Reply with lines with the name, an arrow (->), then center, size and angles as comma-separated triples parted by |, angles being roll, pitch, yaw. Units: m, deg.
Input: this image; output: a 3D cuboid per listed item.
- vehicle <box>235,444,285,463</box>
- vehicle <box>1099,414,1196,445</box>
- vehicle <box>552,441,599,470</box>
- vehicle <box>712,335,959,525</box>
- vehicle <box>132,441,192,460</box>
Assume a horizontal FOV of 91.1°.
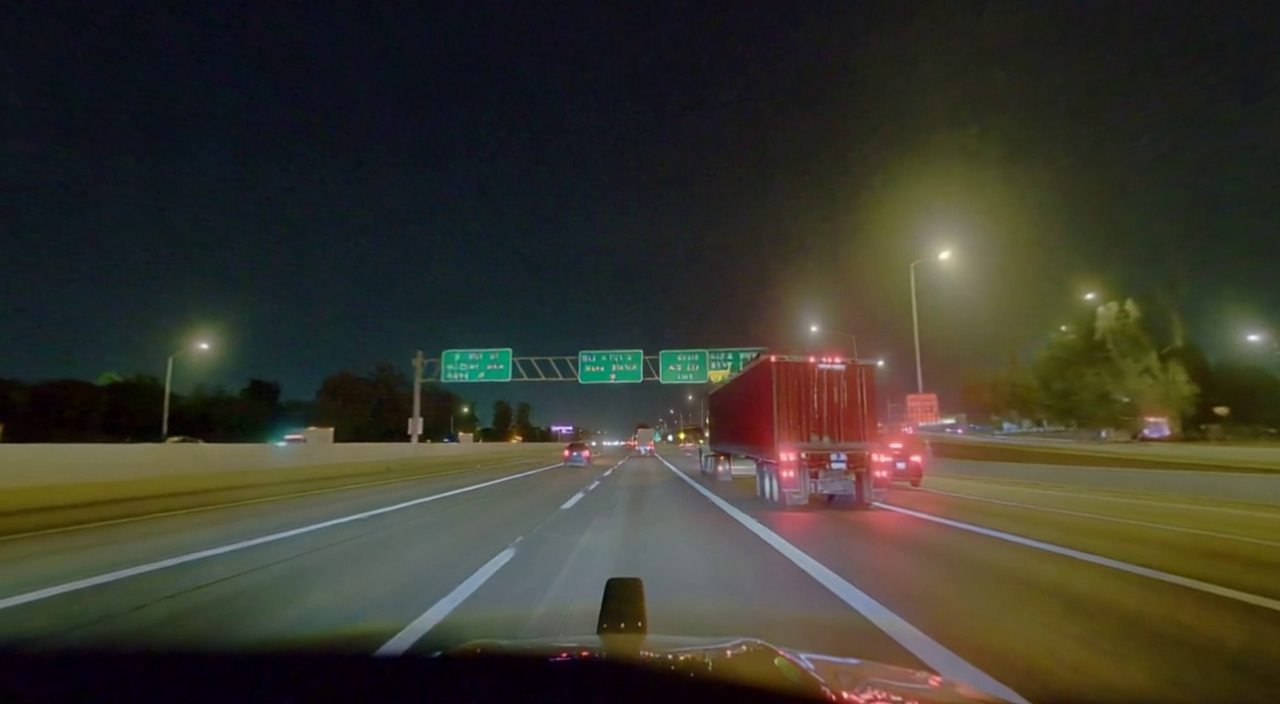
vehicle -> -29.633, 7.897, 49.029 | 1.656, 1.396, 3.537 | 0, -8, 0
vehicle -> 28.647, 4.417, 35.612 | 1.928, 1.603, 4.315 | 1, -7, 0
vehicle -> -3.607, 5.932, 36.072 | 2.143, 1.529, 4.918 | 0, -9, 1
vehicle -> 4.075, 2.146, 16.549 | 3.049, 3.395, 10.595 | 0, -8, 0
vehicle -> -37.530, 7.737, 49.369 | 1.855, 1.448, 3.597 | 1, -9, -1
